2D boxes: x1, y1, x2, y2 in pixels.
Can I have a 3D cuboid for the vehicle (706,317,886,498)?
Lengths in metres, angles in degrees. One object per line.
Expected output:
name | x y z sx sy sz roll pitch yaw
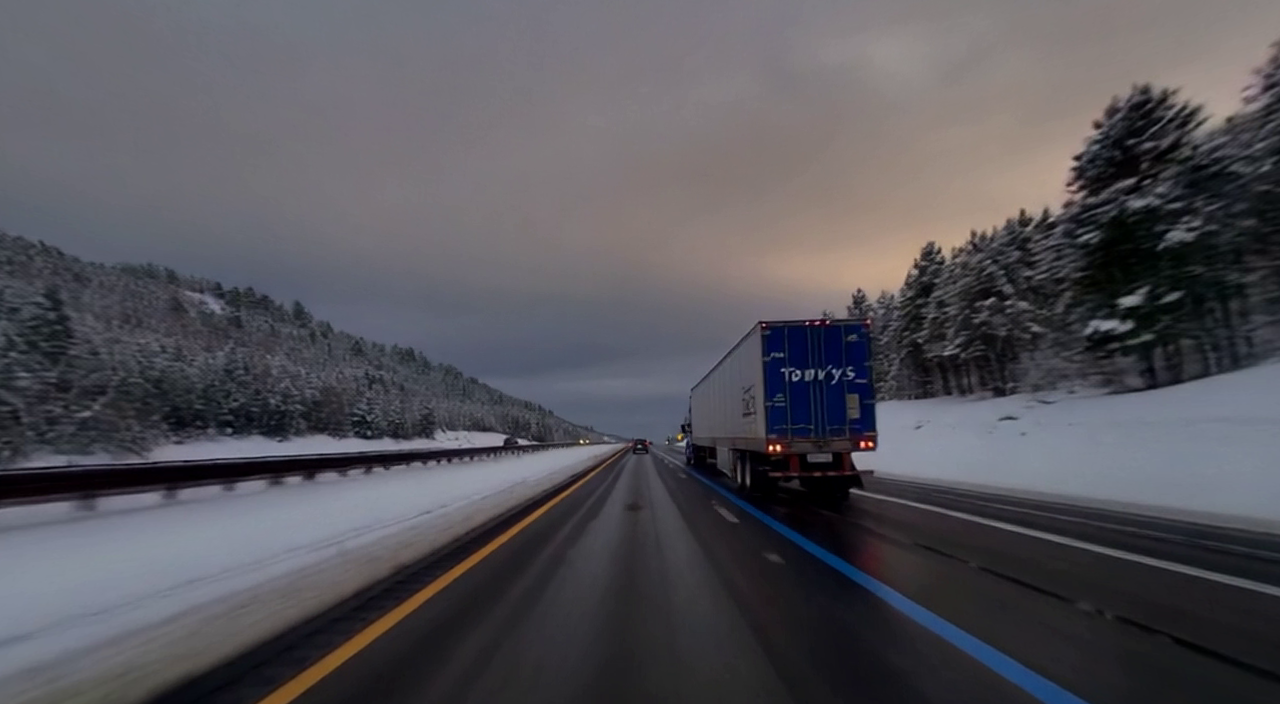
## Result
vehicle | 4.218 1.979 19.920 3.039 4.342 9.556 0 -8 -1
